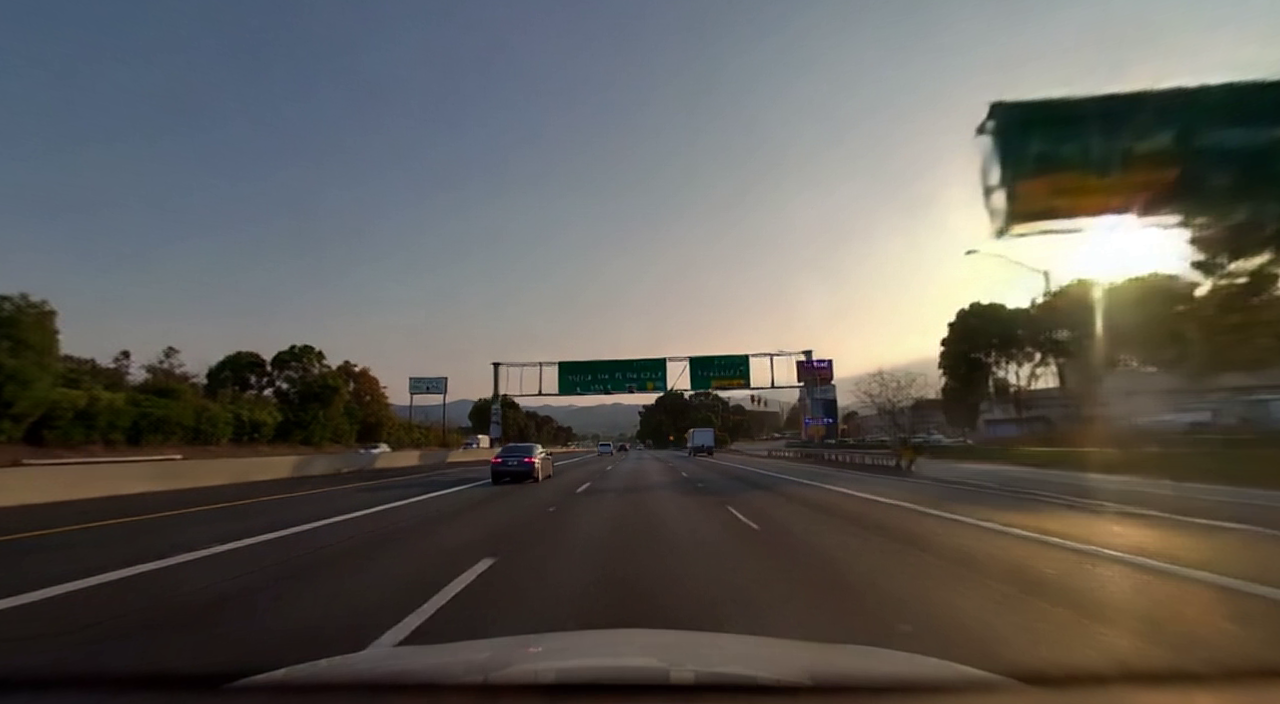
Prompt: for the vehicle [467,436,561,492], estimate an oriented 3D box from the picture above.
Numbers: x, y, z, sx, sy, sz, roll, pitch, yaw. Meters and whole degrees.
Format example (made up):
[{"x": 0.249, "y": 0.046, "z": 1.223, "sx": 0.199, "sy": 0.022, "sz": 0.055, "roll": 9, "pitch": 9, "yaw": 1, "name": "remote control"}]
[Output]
[{"x": -3.670, "y": 3.343, "z": 19.224, "sx": 1.939, "sy": 1.508, "sz": 4.272, "roll": 0, "pitch": -8, "yaw": 1, "name": "vehicle"}]
